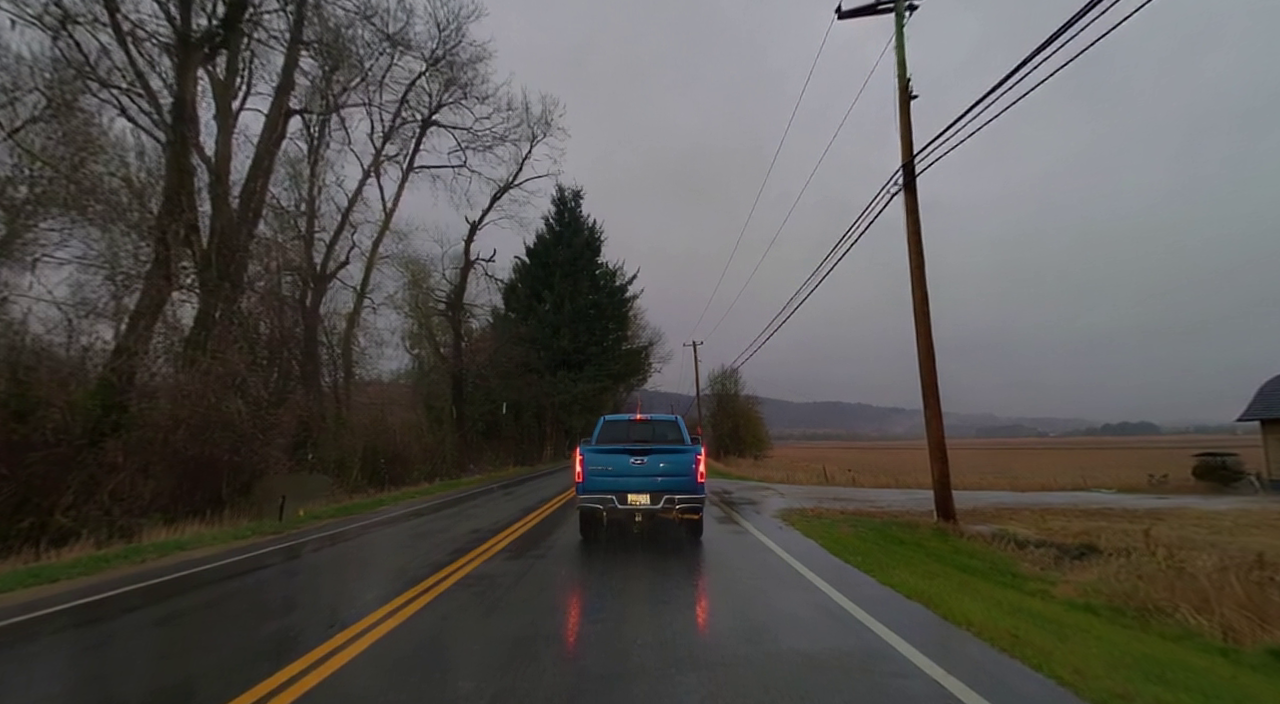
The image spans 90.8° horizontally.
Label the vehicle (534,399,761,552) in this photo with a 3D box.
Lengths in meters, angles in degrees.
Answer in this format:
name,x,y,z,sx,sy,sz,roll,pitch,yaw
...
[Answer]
name,x,y,z,sx,sy,sz,roll,pitch,yaw
vehicle,0.058,1.949,10.774,2.774,1.861,5.885,0,-8,-1
